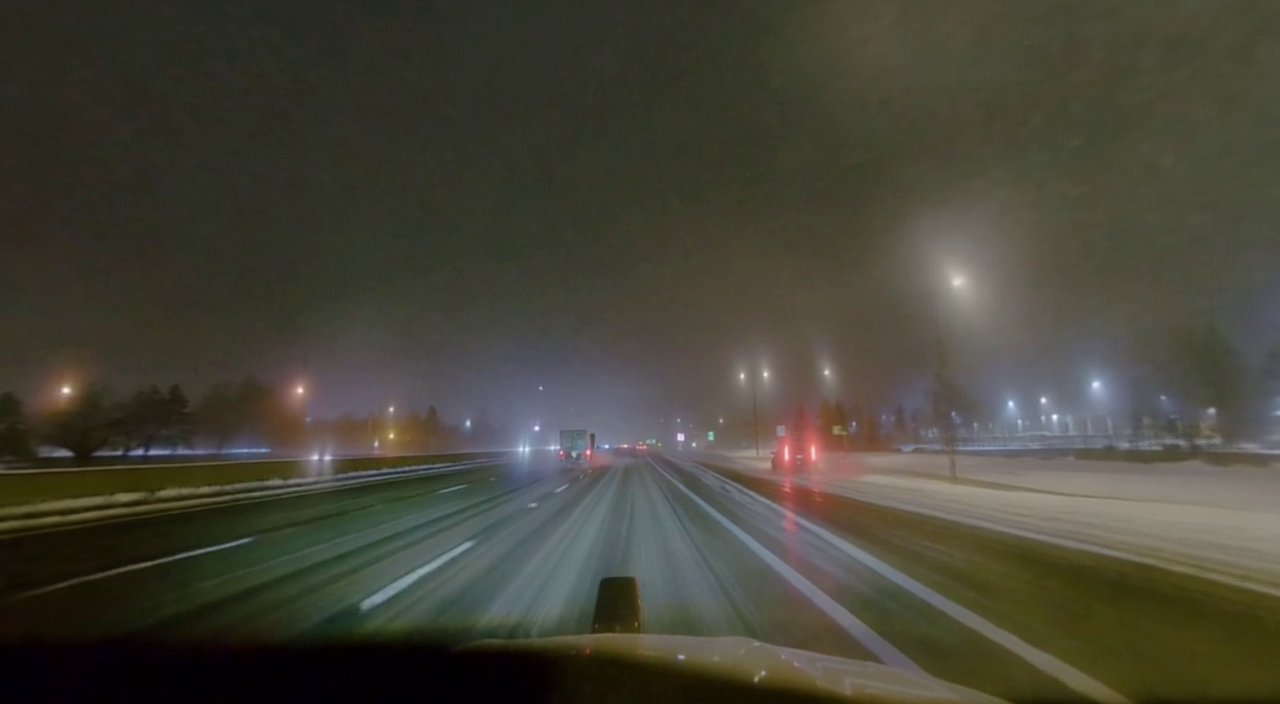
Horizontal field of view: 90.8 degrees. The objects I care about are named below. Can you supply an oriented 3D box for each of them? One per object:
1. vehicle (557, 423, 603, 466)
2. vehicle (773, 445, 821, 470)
[{"bbox_3d":[-4.378,6.953,47.442,2.881,2.937,7.045,0,-9,-1],"label":"vehicle"},{"bbox_3d":[10.008,6.762,40.586,2.035,1.491,4.246,0,-9,1],"label":"vehicle"}]
